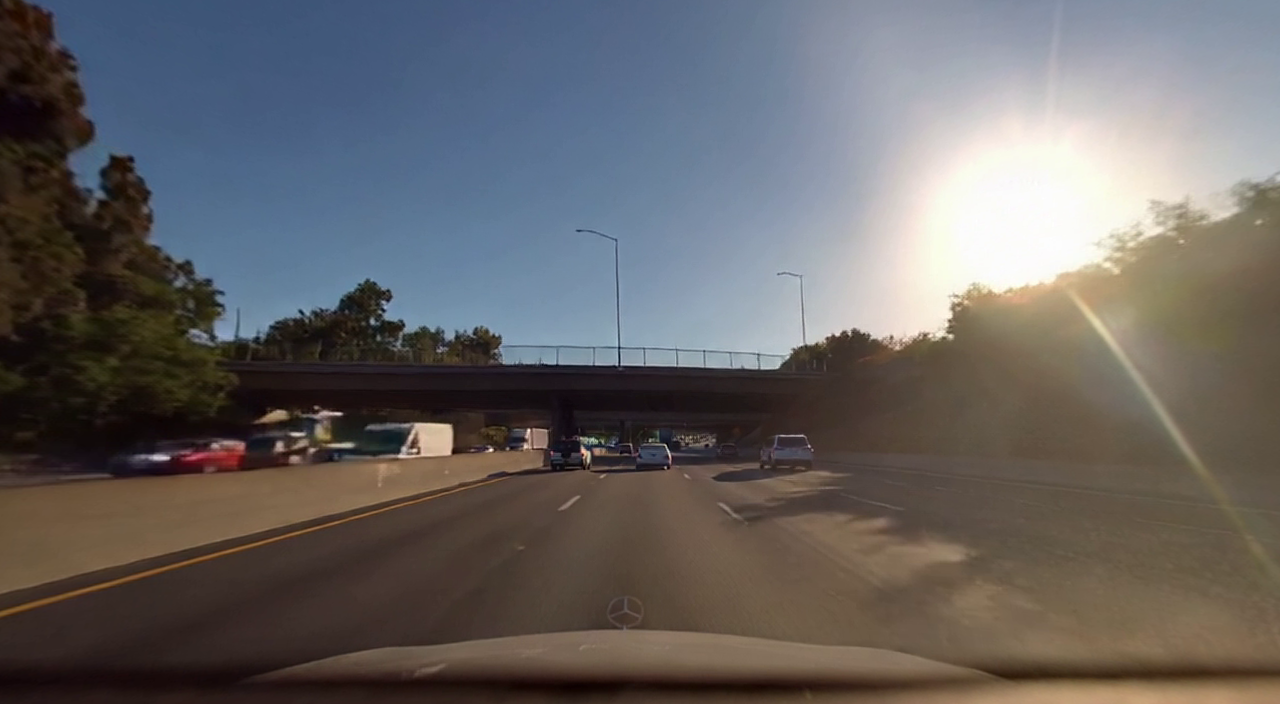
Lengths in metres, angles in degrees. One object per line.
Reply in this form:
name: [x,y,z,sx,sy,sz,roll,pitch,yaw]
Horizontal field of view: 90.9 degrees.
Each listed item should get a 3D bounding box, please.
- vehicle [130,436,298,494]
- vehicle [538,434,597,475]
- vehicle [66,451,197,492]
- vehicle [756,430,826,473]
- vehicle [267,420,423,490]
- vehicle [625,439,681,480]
vehicle: [-15.596,4.138,23.661,2.186,1.863,5.744,0,-8,1]
vehicle: [-3.279,4.733,29.377,2.140,1.720,4.410,0,-8,1]
vehicle: [-22.787,5.328,28.560,1.982,1.657,4.761,0,-8,0]
vehicle: [7.235,4.842,30.824,2.094,1.916,5.099,0,-8,0]
vehicle: [-9.078,3.236,20.157,2.251,1.900,5.551,0,-8,0]
vehicle: [0.487,4.273,25.305,2.071,1.464,4.162,0,-8,0]
